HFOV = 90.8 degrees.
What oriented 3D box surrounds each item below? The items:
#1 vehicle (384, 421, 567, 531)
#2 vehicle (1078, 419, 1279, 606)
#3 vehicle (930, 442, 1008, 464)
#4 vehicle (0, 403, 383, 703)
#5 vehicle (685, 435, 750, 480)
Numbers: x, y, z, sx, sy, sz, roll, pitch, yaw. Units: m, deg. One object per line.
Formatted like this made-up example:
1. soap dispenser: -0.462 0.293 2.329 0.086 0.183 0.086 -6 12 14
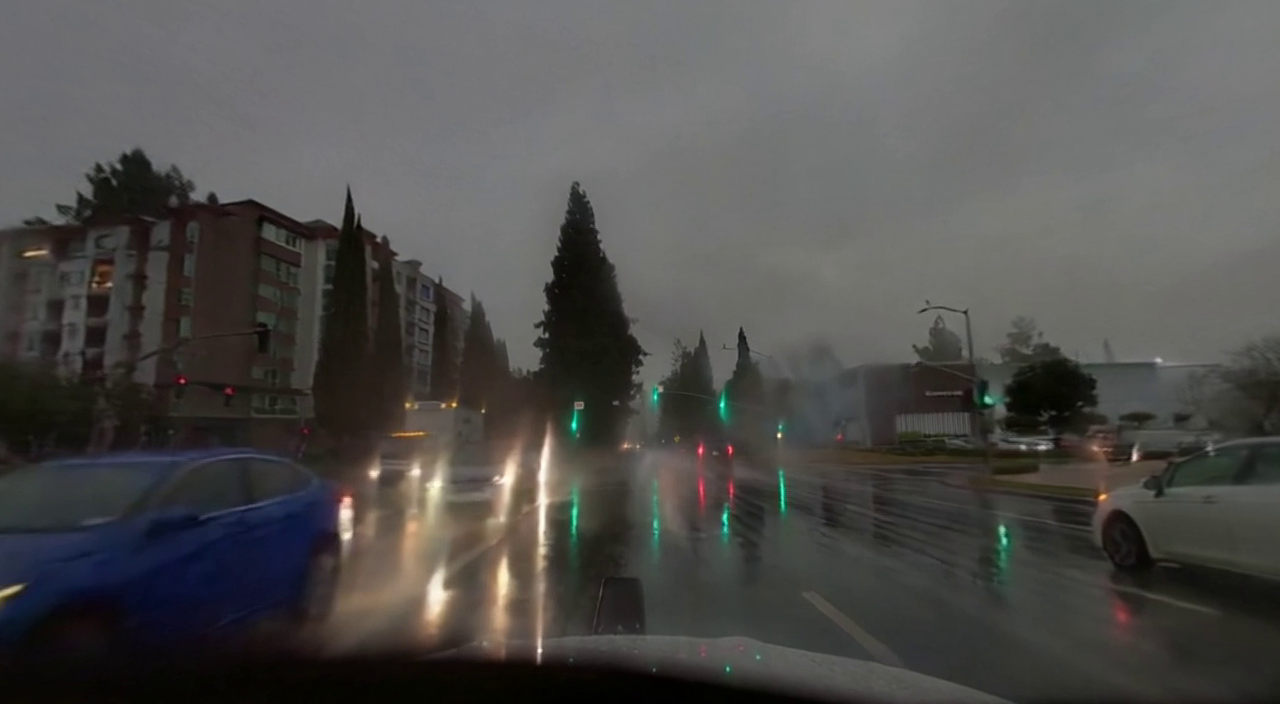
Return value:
1. vehicle: -3.024 2.473 13.377 2.313 1.752 6.152 0 -9 -1
2. vehicle: 6.568 1.434 5.770 2.000 1.618 4.238 0 -9 -1
3. vehicle: 23.246 7.153 44.705 4.411 1.464 1.938 0 -9 -2
4. vehicle: -3.513 1.167 3.858 1.923 1.494 4.672 0 -9 0
5. vehicle: 3.263 4.593 27.676 2.095 1.759 4.862 0 -9 -2
